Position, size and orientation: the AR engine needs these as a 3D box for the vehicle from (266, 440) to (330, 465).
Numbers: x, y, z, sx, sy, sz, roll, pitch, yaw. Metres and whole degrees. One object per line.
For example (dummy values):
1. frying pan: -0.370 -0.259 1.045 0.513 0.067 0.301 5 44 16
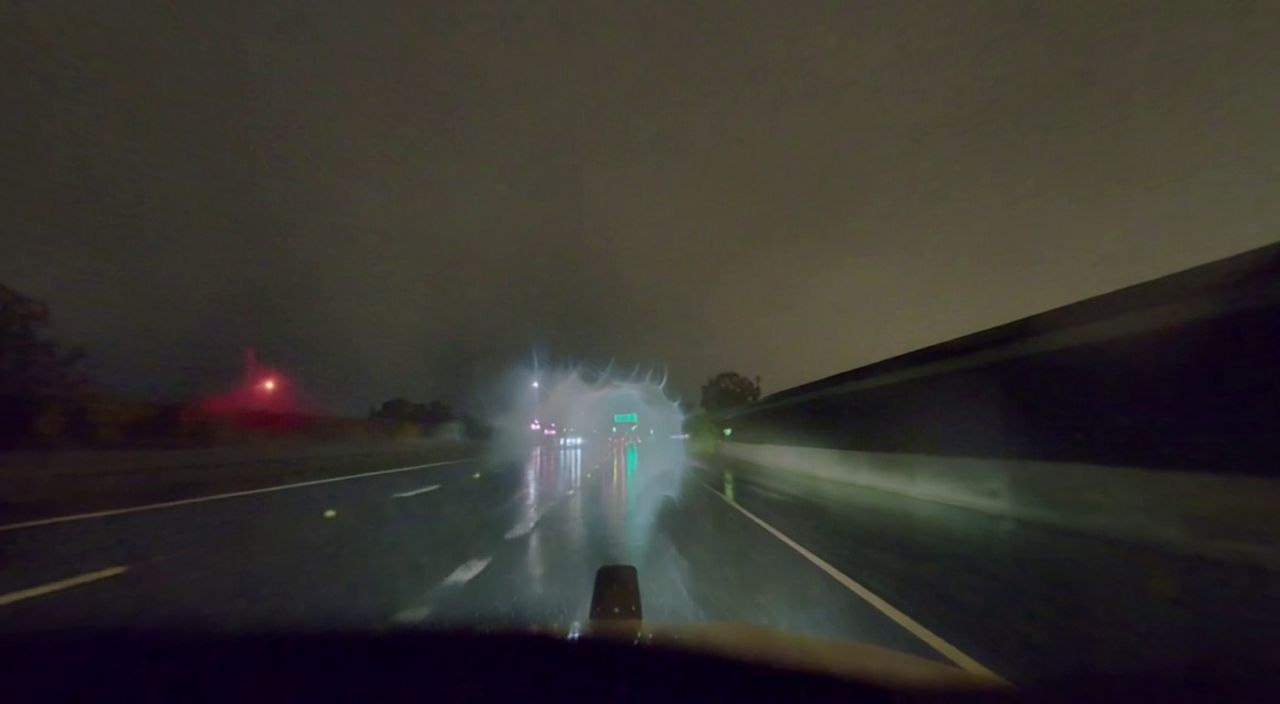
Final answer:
1. vehicle: -22.349 6.569 41.235 1.884 1.521 4.211 0 -8 -1
